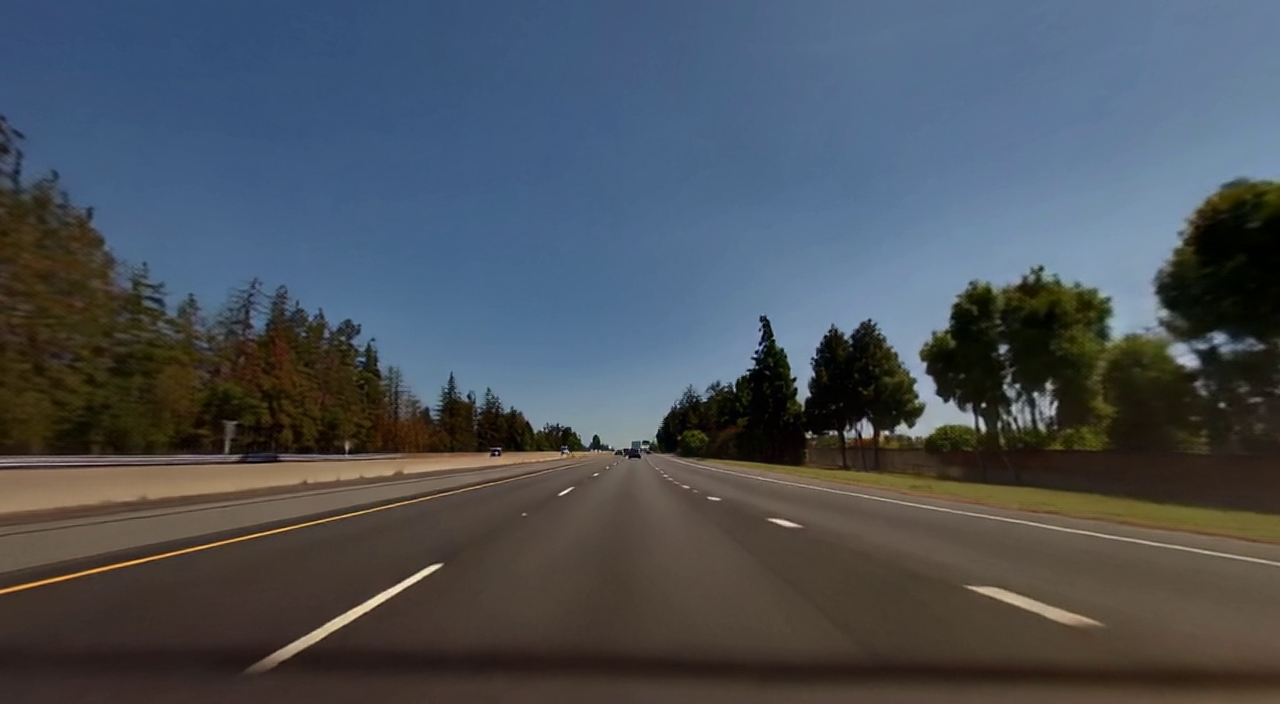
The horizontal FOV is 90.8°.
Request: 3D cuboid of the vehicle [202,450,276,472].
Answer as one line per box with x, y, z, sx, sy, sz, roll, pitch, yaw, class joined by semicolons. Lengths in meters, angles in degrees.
-30.759;8.357;48.555;2.132;1.559;4.391;-3;-9;16;vehicle
